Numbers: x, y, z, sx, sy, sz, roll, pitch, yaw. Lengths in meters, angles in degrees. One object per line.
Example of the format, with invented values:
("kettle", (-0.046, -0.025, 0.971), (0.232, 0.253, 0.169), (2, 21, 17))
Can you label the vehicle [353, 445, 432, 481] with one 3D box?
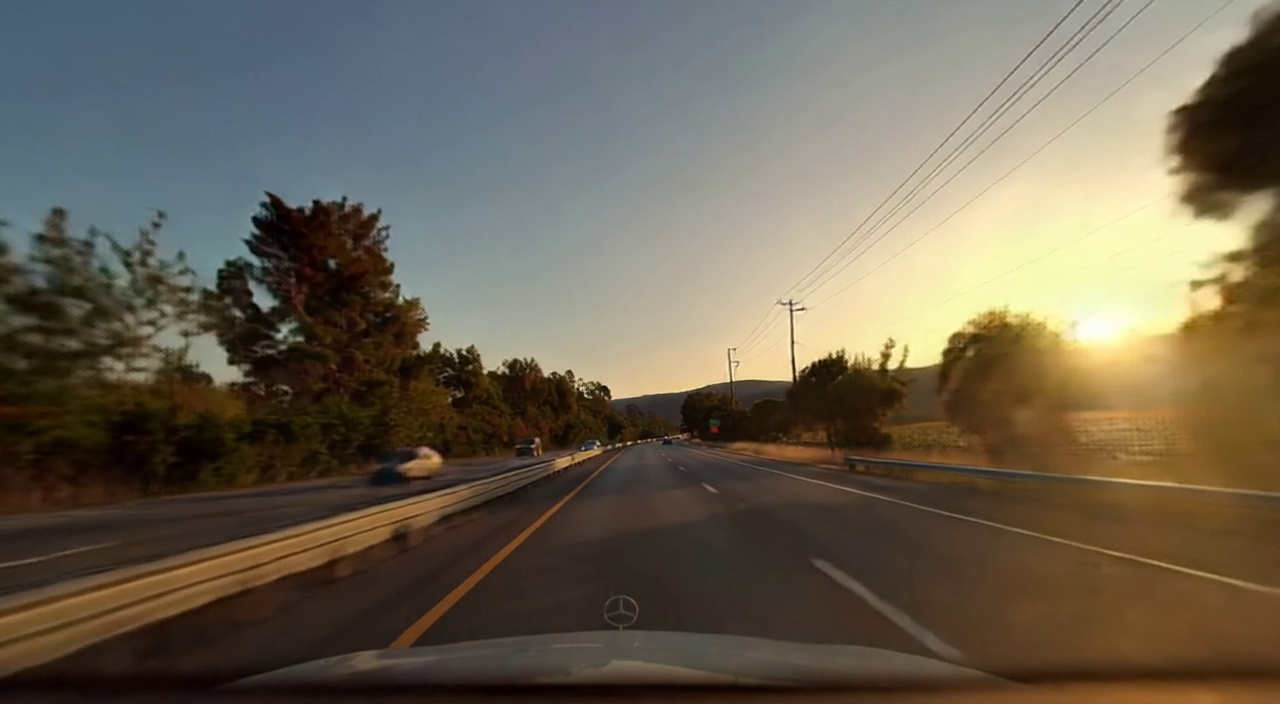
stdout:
("vehicle", (-11.061, 4.960, 28.354), (1.899, 1.437, 4.094), (0, -8, 0))
